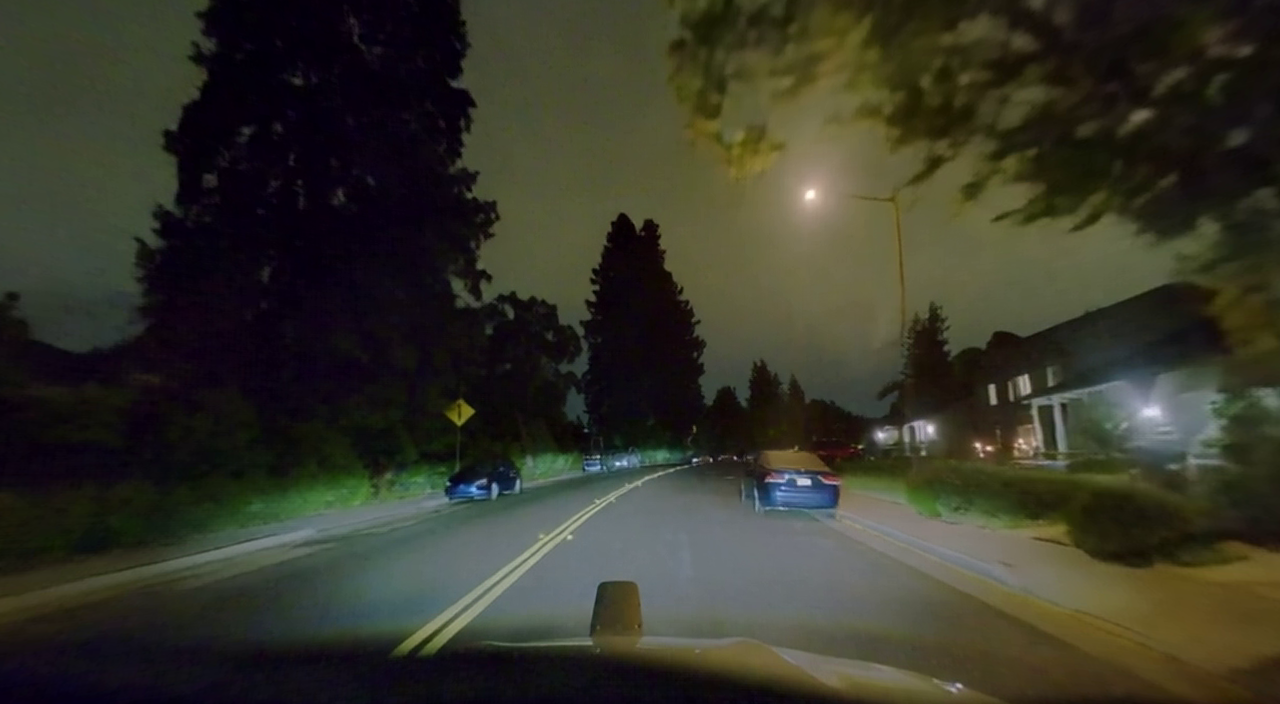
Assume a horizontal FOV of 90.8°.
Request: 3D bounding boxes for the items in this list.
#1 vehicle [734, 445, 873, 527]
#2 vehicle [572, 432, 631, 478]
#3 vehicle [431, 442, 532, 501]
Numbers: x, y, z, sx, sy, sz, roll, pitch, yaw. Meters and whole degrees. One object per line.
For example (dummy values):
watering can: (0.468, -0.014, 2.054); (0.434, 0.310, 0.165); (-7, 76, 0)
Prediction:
vehicle: (3.289, 2.764, 13.644); (1.972, 1.460, 4.137); (-1, -9, 1)
vehicle: (-2.367, 6.759, 40.642); (2.334, 2.126, 6.444); (-6, -16, 8)
vehicle: (-5.046, 4.033, 20.775); (2.005, 1.557, 4.172); (-3, -15, 3)
